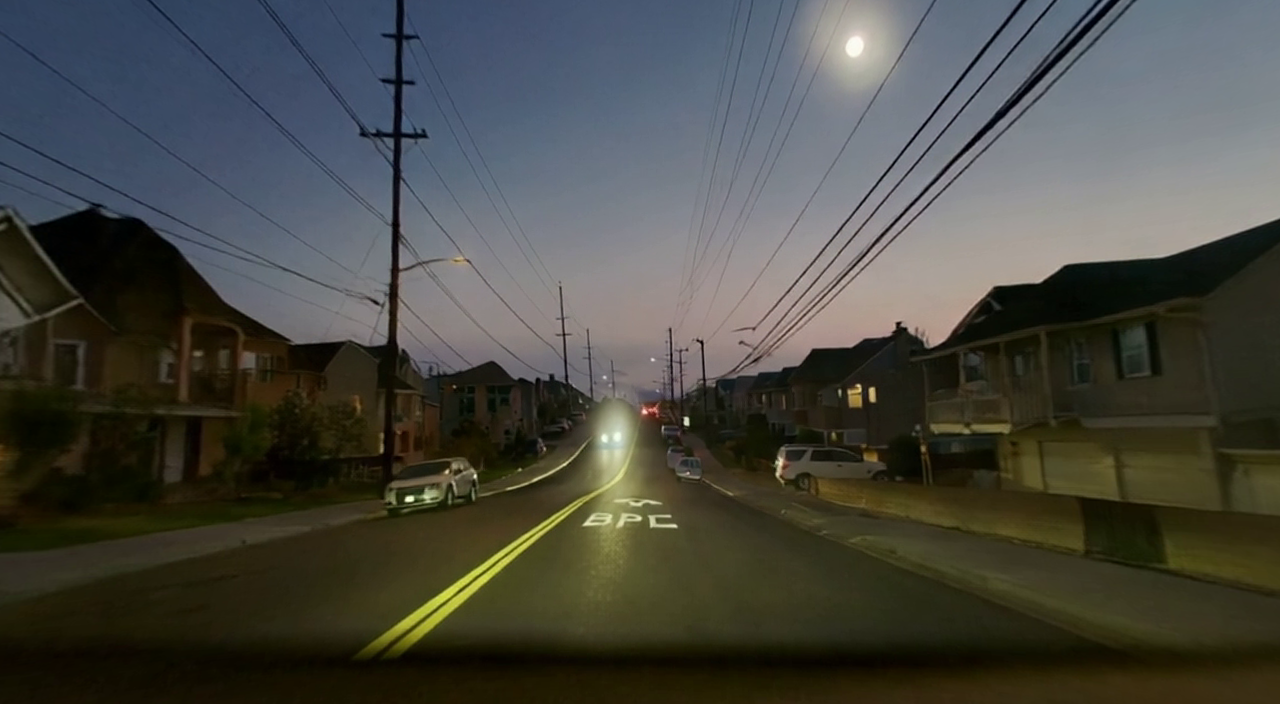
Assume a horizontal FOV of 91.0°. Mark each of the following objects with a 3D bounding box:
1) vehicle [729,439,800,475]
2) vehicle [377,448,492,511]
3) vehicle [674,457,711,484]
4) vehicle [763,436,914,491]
[{"bbox_3d":[8.388,7.128,42.807,4.286,2.044,1.913,-4,-8,0],"label":"vehicle"},{"bbox_3d":[-6.553,4.217,20.683,2.156,1.764,4.410,-2,-12,2],"label":"vehicle"},{"bbox_3d":[3.149,7.239,38.634,2.063,1.503,4.415,0,-9,2],"label":"vehicle"},{"bbox_3d":[8.184,4.638,26.369,5.512,1.846,2.115,-3,-9,1],"label":"vehicle"}]
